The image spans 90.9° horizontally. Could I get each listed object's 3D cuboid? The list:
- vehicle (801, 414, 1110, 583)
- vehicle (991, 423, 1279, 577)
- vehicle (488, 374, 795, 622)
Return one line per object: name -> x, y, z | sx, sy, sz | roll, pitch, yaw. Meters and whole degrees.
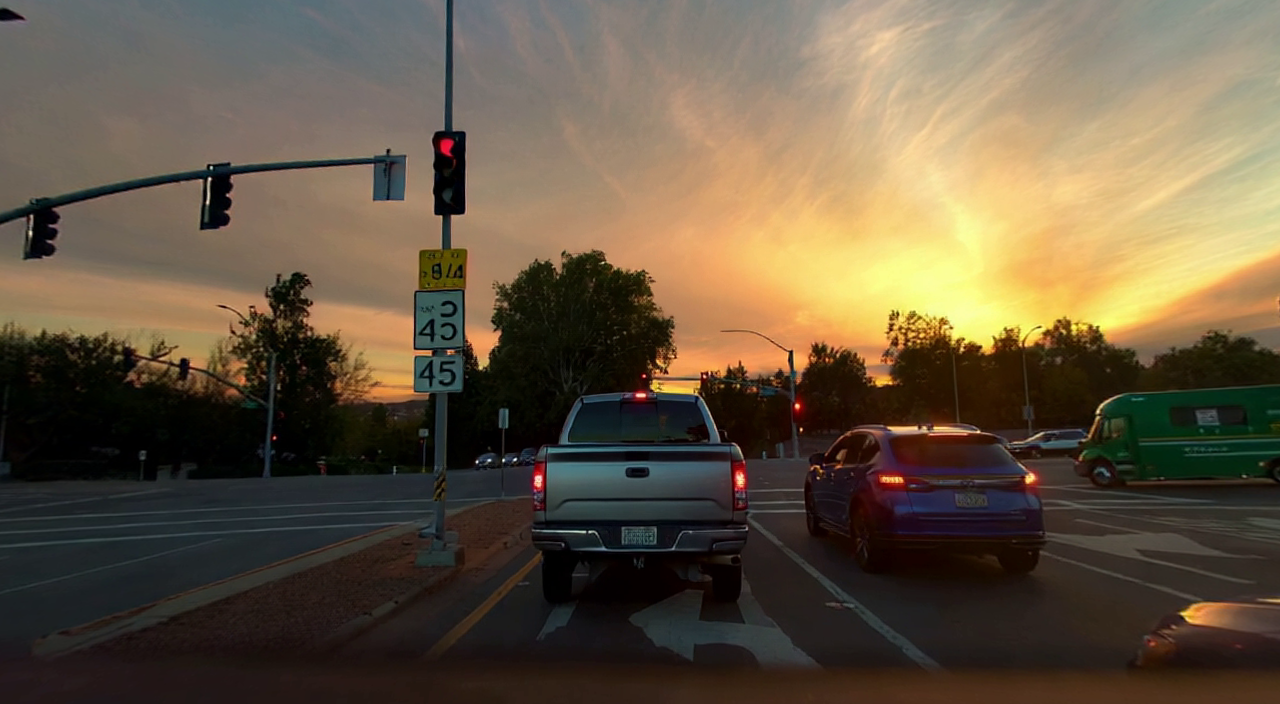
vehicle -> 3.576, 1.719, 8.182 | 1.981, 1.616, 4.006 | 0, -8, 1
vehicle -> 6.834, 1.743, 8.258 | 1.973, 1.470, 4.228 | 0, -8, -1
vehicle -> 0.048, 1.472, 7.361 | 2.326, 1.880, 4.964 | 0, -8, 1
